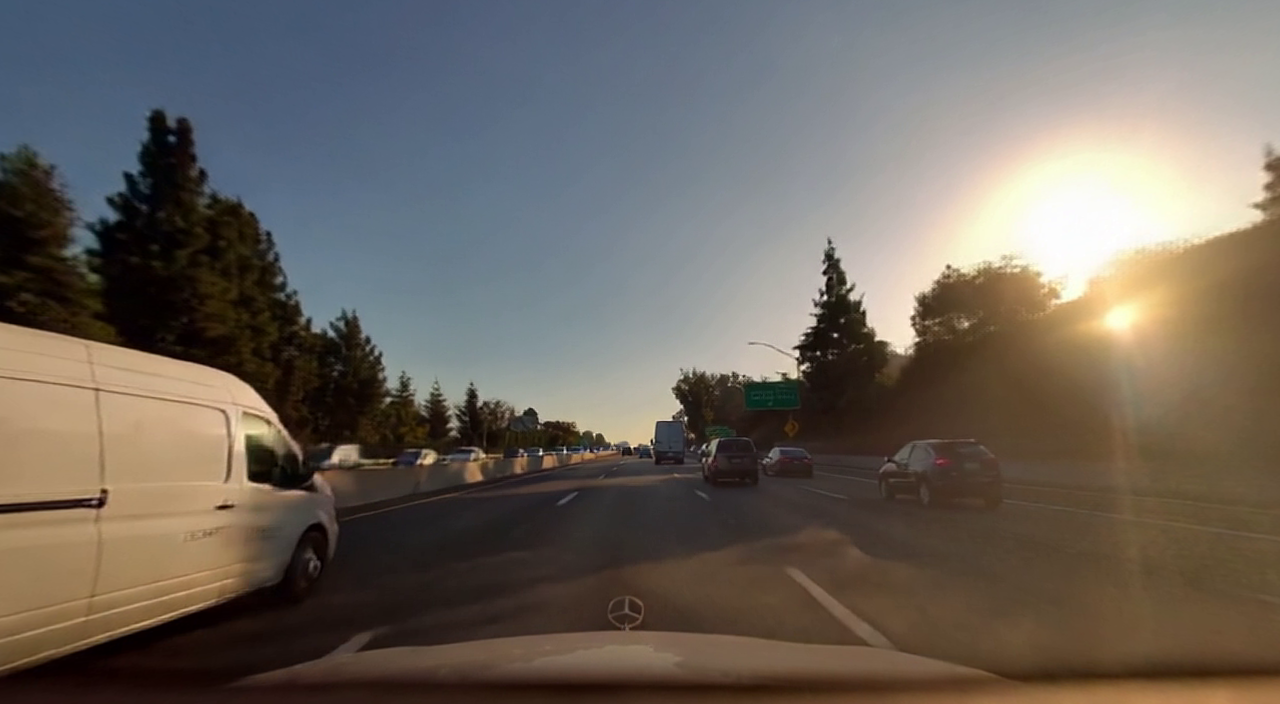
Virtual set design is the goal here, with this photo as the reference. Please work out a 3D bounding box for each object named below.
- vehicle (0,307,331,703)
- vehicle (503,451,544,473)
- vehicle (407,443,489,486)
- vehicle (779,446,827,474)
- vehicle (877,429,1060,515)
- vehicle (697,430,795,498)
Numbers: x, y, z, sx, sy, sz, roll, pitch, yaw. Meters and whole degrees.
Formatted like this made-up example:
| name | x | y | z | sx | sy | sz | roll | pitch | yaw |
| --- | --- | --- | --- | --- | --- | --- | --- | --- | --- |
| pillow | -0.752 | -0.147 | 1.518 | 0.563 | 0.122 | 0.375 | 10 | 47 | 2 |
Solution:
| name | x | y | z | sx | sy | sz | roll | pitch | yaw |
| --- | --- | --- | --- | --- | --- | --- | --- | --- | --- |
| vehicle | -3.813 | 0.784 | 2.714 | 2.159 | 1.922 | 5.345 | 0 | -8 | 1 |
| vehicle | -8.028 | 7.629 | 43.943 | 1.911 | 1.440 | 4.514 | 0 | -8 | 1 |
| vehicle | -8.110 | 4.779 | 27.130 | 2.081 | 1.656 | 4.378 | 0 | -8 | 1 |
| vehicle | 9.184 | 6.084 | 35.807 | 1.827 | 1.493 | 3.919 | -1 | -8 | 3 |
| vehicle | 7.412 | 2.727 | 14.857 | 1.976 | 1.703 | 4.288 | 0 | -8 | 0 |
| vehicle | 3.176 | 3.471 | 19.999 | 2.209 | 1.862 | 4.717 | 0 | -8 | -1 |
